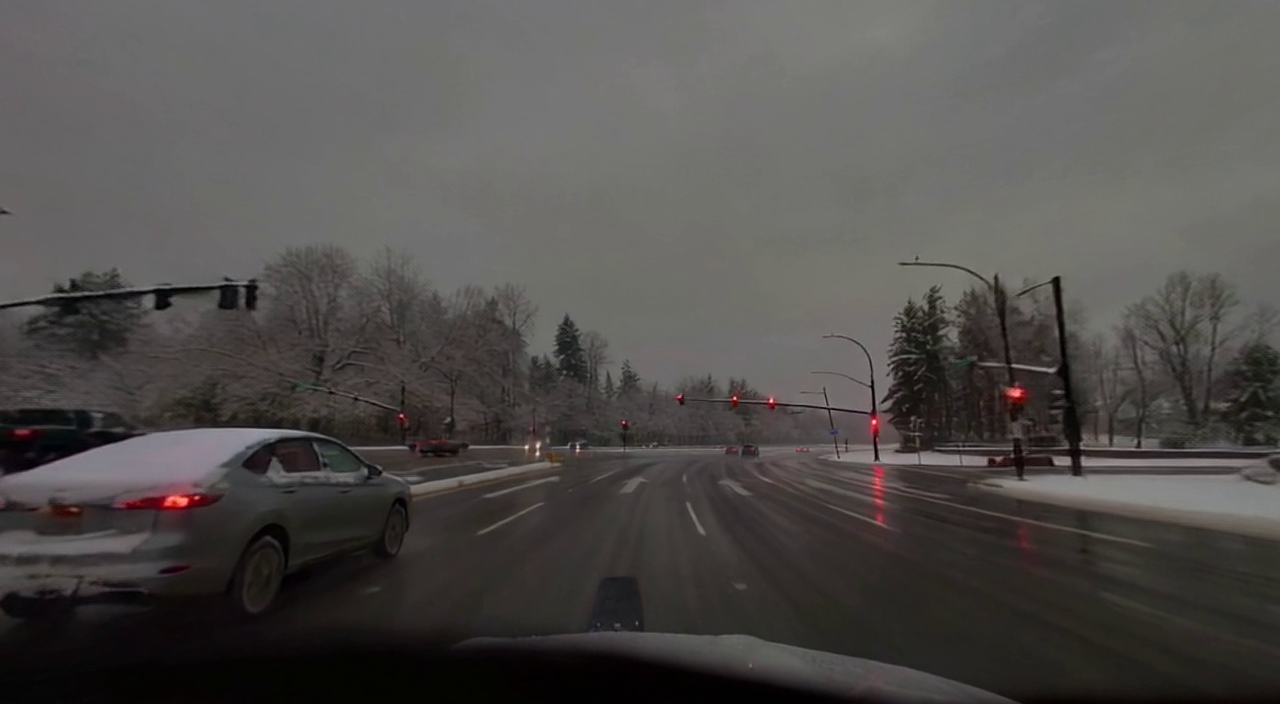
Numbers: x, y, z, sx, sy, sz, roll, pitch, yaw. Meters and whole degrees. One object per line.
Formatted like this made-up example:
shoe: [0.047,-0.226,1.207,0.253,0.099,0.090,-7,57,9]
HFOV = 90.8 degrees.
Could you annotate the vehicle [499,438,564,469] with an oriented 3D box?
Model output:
vehicle: [-5.576,5.316,33.159,2.016,1.501,4.903,-1,-9,7]

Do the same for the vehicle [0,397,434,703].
vehicle: [-3.377,1.259,5.038,1.934,1.463,4.220,0,-9,1]

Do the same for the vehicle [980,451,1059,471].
vehicle: [28.712,8.269,47.948,4.636,1.433,1.930,-2,-9,14]
